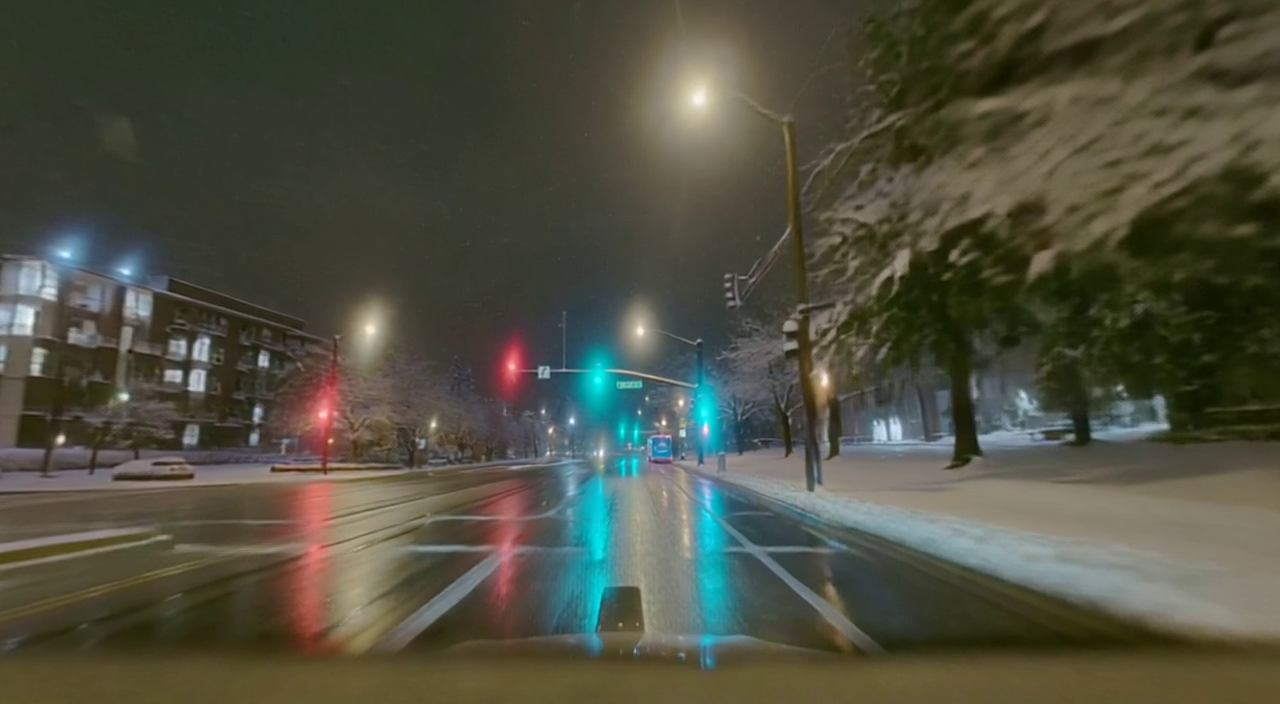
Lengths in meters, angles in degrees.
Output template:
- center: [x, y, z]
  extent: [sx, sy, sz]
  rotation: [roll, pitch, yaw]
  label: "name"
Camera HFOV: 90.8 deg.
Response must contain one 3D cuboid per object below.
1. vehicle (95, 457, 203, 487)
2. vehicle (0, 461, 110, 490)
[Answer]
- center: [-26.344, 6.455, 33.996]
  extent: [4.153, 1.493, 1.808]
  rotation: [0, -9, -2]
  label: "vehicle"
- center: [-31.442, 6.587, 33.824]
  extent: [4.453, 1.441, 1.770]
  rotation: [0, -9, -1]
  label: "vehicle"
